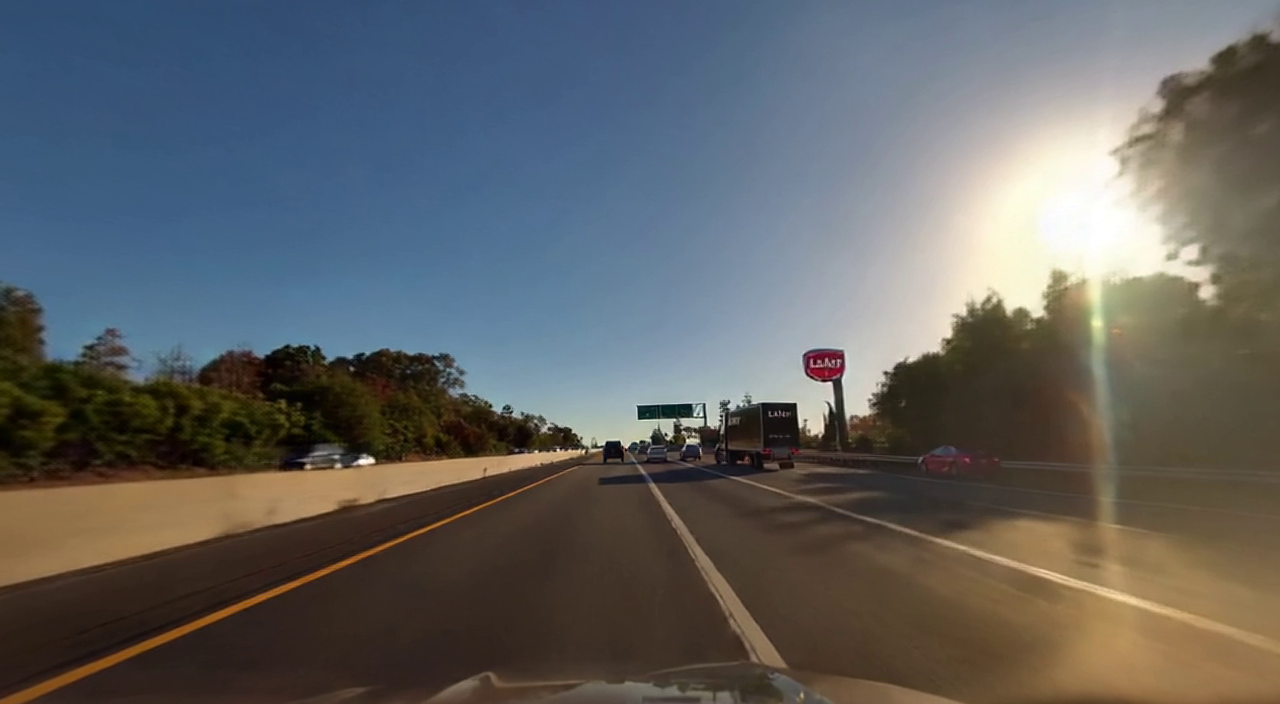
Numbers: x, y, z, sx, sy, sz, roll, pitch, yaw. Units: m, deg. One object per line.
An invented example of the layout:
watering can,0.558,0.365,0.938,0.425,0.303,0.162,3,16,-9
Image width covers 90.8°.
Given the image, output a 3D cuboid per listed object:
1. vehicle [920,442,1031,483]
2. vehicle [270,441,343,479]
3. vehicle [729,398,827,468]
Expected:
vehicle,13.122,4.311,25.069,1.862,1.462,4.459,0,-9,-2
vehicle,-25.397,8.214,48.431,2.457,2.683,5.902,0,-8,-1
vehicle,9.328,6.016,45.820,2.892,4.128,16.495,0,-9,-2
